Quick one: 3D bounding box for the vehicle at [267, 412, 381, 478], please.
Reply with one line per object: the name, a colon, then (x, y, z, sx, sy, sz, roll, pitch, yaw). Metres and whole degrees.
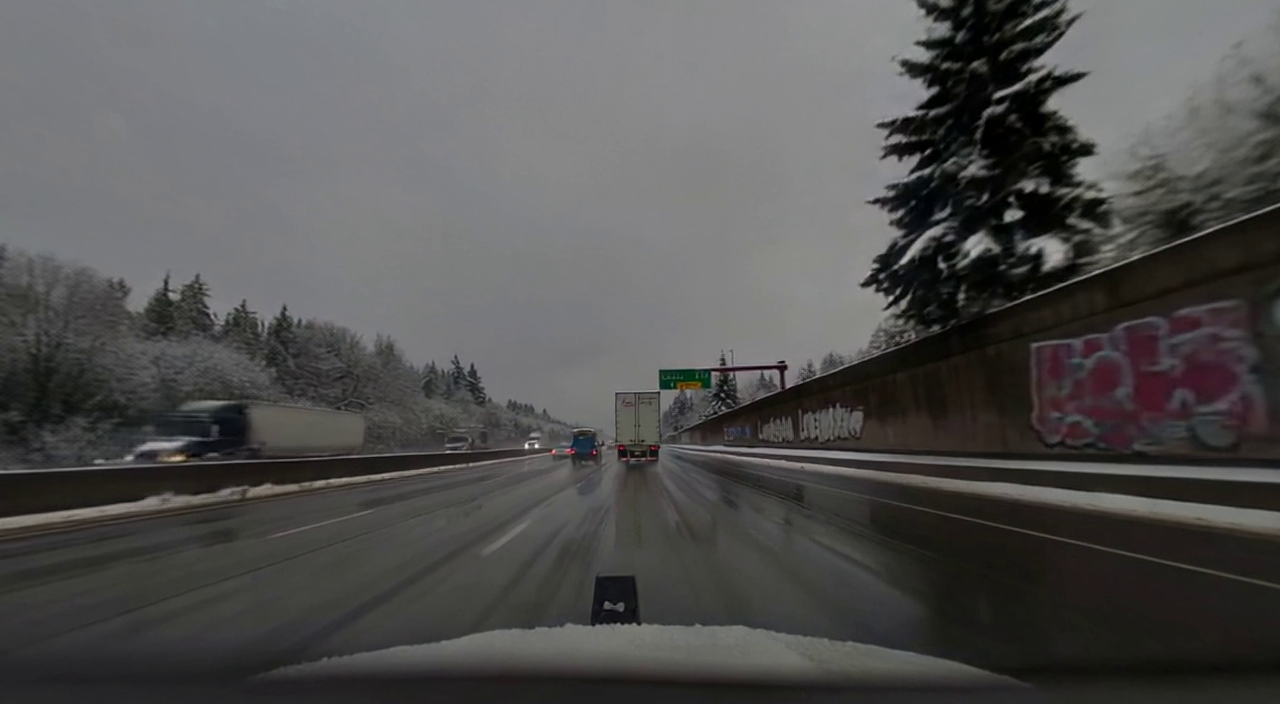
vehicle: (-19.467, 5.859, 39.419, 2.845, 3.649, 8.180, 0, -9, 0)

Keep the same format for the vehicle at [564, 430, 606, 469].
vehicle: (-3.525, 6.415, 41.234, 2.278, 2.369, 5.249, 0, -9, 1)

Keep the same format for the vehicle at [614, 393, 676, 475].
vehicle: (0.169, 4.895, 36.532, 3.042, 4.023, 10.832, 0, -9, -1)

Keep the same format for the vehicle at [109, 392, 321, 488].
vehicle: (-19.294, 4.249, 29.764, 2.945, 3.740, 10.133, 0, -9, 0)
